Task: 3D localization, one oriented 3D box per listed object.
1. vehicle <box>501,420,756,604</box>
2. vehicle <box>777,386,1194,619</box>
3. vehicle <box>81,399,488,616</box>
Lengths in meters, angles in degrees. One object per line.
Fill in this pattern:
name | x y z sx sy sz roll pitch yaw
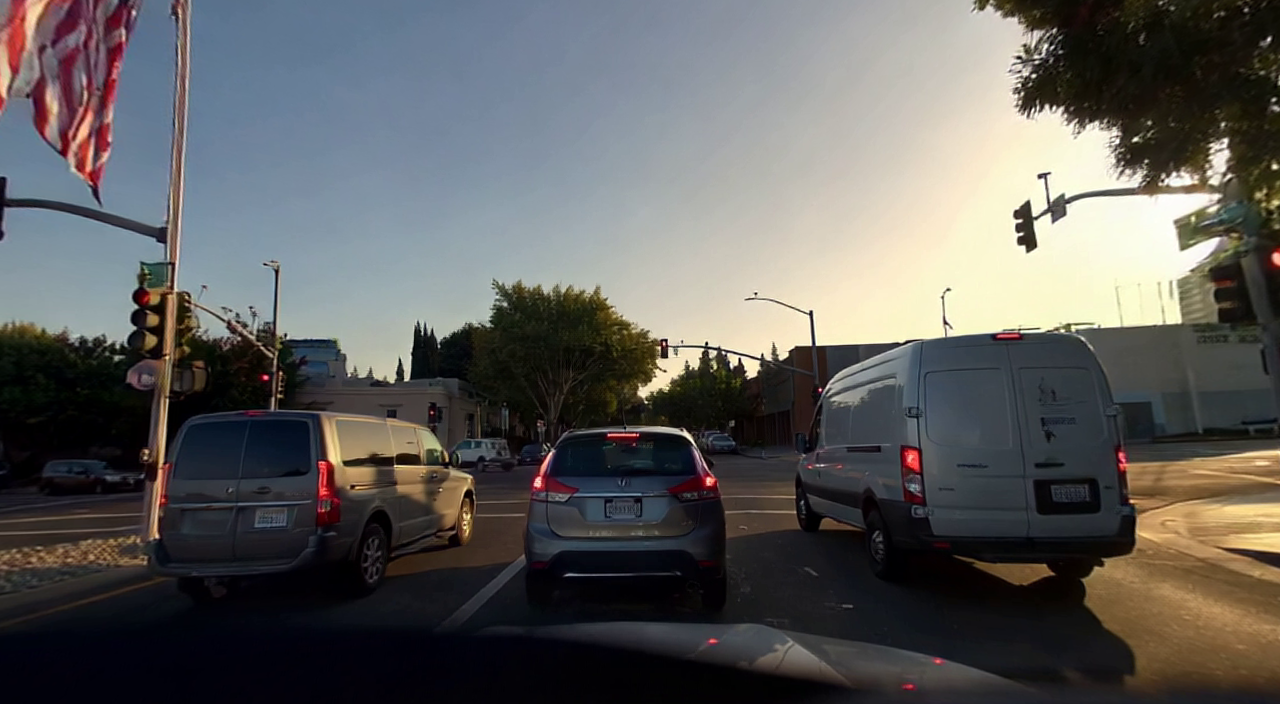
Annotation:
vehicle | -0.143 1.632 7.326 2.098 1.494 4.118 0 -9 -1
vehicle | 3.090 1.465 7.034 2.178 1.746 4.400 0 -9 1
vehicle | -3.310 1.522 7.040 2.024 1.677 3.998 -1 -9 3
